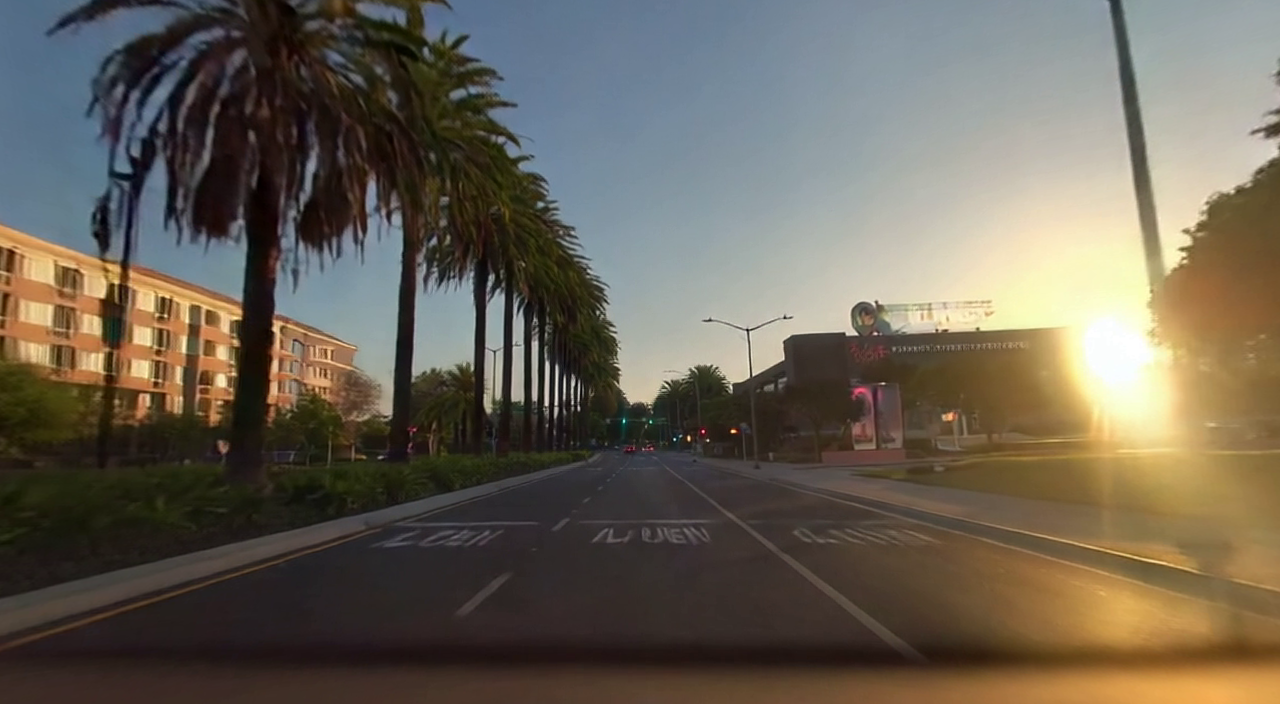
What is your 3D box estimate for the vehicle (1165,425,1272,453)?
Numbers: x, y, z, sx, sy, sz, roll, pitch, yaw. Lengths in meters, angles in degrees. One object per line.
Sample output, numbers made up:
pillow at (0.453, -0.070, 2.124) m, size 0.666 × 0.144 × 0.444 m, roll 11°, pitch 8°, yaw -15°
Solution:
vehicle at (34.436, 5.217, 37.723) m, size 1.820 × 1.571 × 4.697 m, roll 0°, pitch -8°, yaw -3°
